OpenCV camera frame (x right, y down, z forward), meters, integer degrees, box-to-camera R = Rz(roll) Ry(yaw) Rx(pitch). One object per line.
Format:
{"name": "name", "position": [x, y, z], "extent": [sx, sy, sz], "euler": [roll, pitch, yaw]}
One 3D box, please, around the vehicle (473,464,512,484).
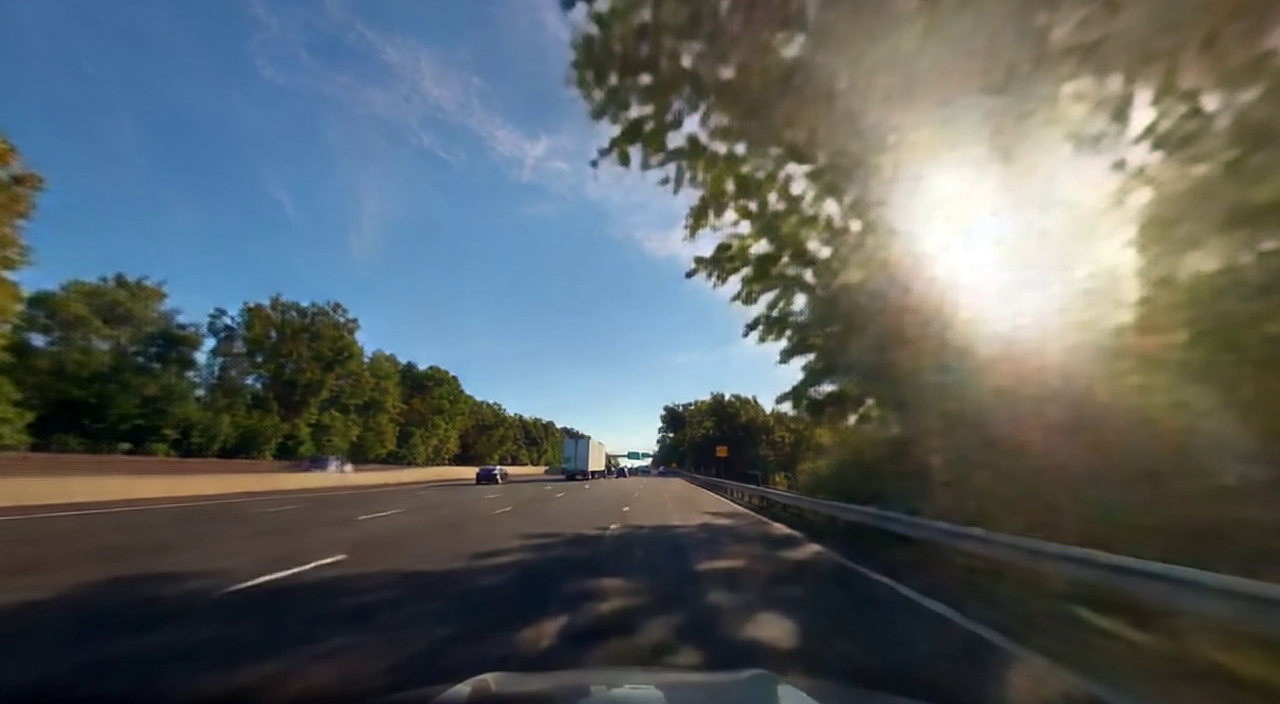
{"name": "vehicle", "position": [-11.321, 9.394, 48.636], "extent": [1.745, 1.430, 4.252], "euler": [0, -10, 4]}
